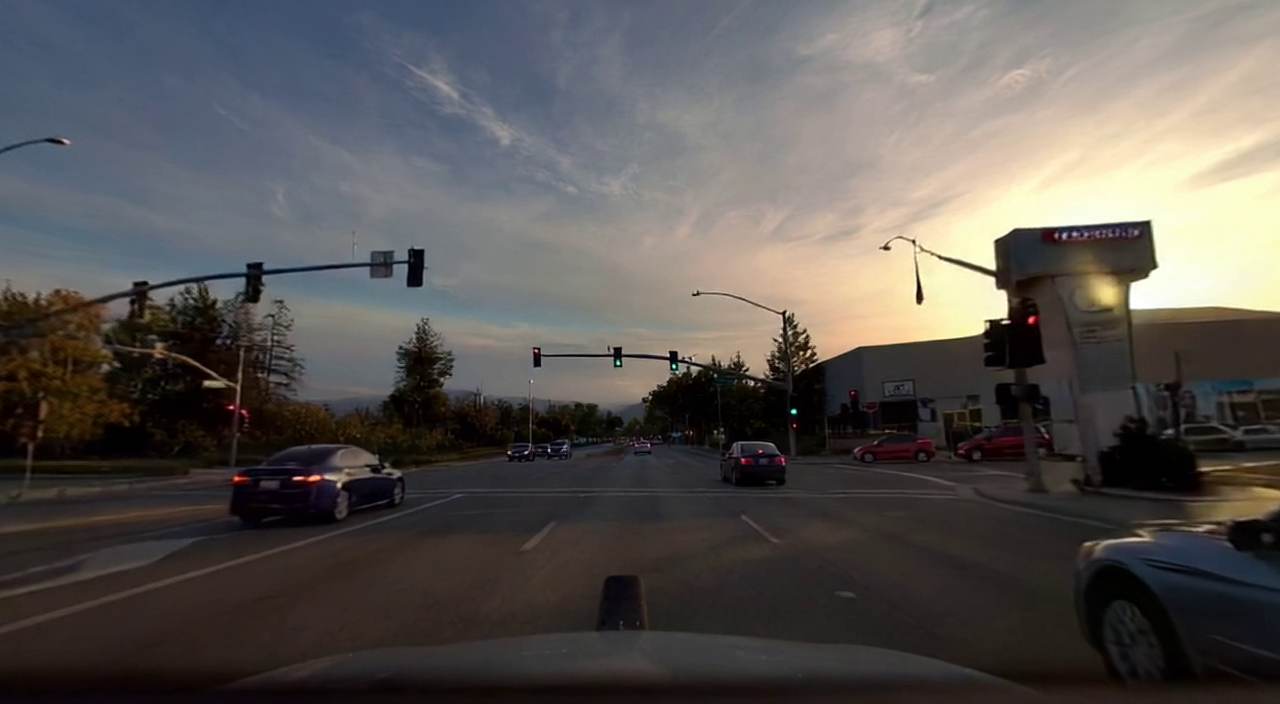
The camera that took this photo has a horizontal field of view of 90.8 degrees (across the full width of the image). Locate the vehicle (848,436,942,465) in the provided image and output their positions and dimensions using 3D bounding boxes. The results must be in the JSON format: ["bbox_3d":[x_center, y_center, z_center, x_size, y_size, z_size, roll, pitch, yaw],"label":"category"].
[{"bbox_3d":[13.945,5.413,34.771,4.370,1.517,1.939,-1,-8,4],"label":"vehicle"}]

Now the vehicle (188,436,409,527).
[{"bbox_3d":[-6.463,2.467,12.664,2.038,1.484,4.273,0,-8,0],"label":"vehicle"}]

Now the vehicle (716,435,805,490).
[{"bbox_3d":[3.537,3.330,19.330,1.842,1.480,4.155,0,-8,0],"label":"vehicle"}]

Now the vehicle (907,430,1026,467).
[{"bbox_3d":[15.855,4.701,30.858,4.599,1.731,2.155,0,-8,0],"label":"vehicle"}]

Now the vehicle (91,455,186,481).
[{"bbox_3d":[-31.152,7.198,39.396,4.307,1.467,1.928,5,-10,-30],"label":"vehicle"}]

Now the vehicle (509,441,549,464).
[{"bbox_3d":[-7.760,7.094,44.403,1.933,1.455,4.562,-3,-10,0],"label":"vehicle"}]

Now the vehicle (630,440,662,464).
[{"bbox_3d":[0.360,6.618,42.026,2.008,1.464,4.052,0,-8,-1],"label":"vehicle"}]

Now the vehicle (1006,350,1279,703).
[{"bbox_3d":[3.372,0.682,1.492,2.174,1.596,4.779,0,-8,1],"label":"vehicle"}]
